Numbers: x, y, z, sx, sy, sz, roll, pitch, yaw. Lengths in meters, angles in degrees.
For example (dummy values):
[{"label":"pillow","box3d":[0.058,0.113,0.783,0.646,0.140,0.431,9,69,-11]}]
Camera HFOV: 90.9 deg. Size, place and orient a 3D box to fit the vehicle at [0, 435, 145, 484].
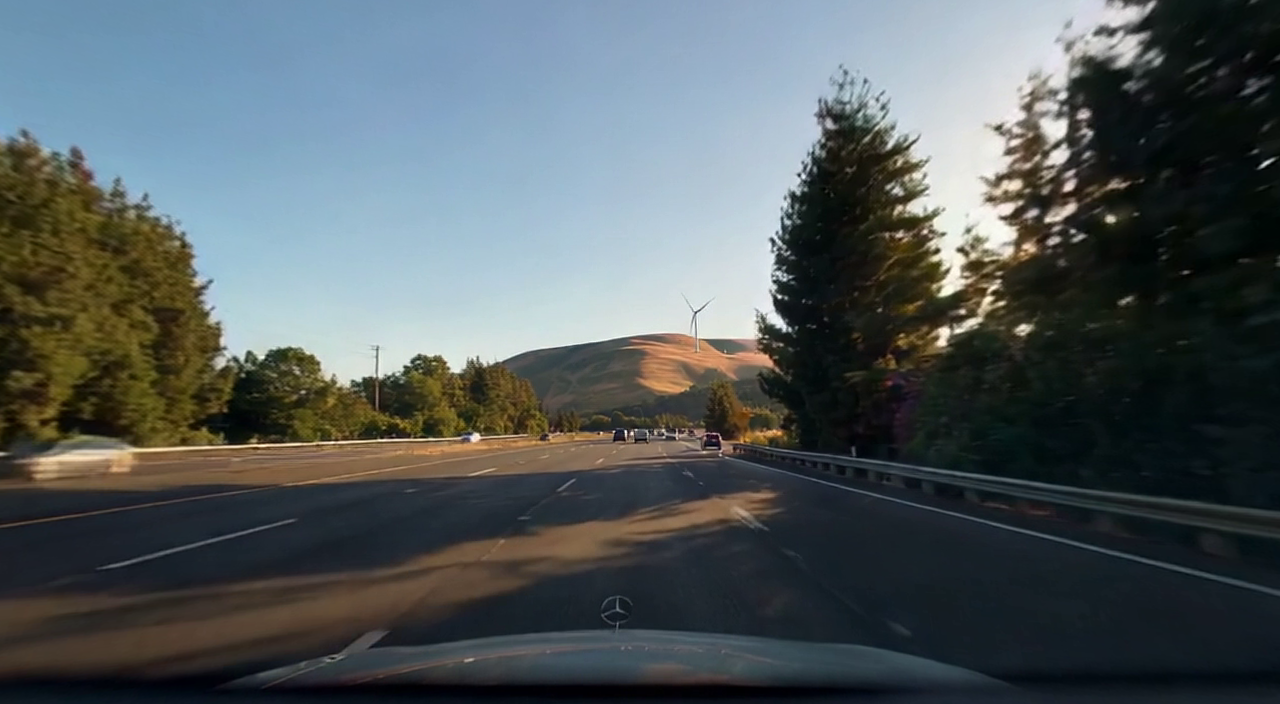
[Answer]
[{"label":"vehicle","box3d":[-19.321,3.518,21.098,1.933,1.467,4.408,0,-8,0]}]
